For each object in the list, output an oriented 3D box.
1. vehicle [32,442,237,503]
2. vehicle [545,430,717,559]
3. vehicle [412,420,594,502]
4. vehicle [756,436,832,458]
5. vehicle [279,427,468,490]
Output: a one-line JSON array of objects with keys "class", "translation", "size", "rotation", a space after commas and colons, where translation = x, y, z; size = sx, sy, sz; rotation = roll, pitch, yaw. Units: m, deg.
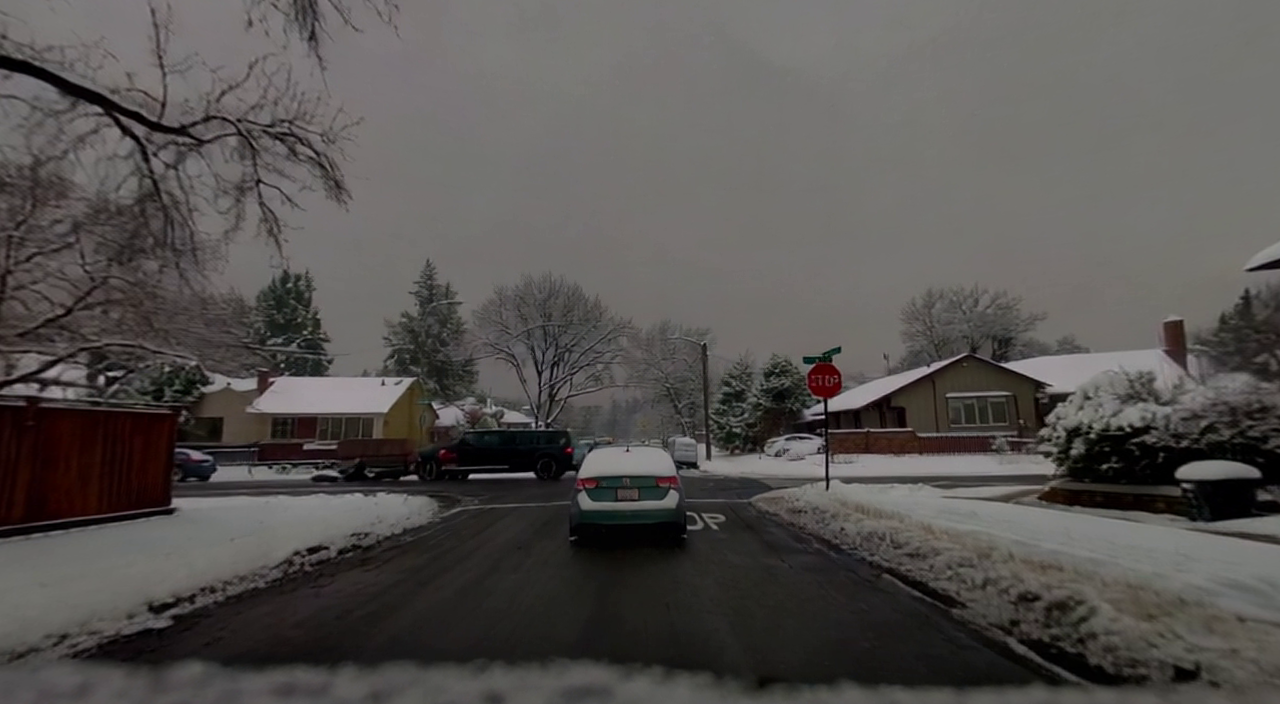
[{"class": "vehicle", "translation": [-15.125, 3.681, 18.976], "size": [4.521, 1.447, 1.913], "rotation": [-4, -13, 1]}, {"class": "vehicle", "translation": [-0.112, 1.993, 9.493], "size": [2.010, 1.499, 4.107], "rotation": [0, -9, 0]}, {"class": "vehicle", "translation": [-4.505, 3.411, 20.039], "size": [5.941, 2.187, 2.730], "rotation": [-8, -12, 43]}, {"class": "vehicle", "translation": [12.040, 7.470, 49.317], "size": [5.379, 1.731, 2.080], "rotation": [0, -9, 0]}, {"class": "vehicle", "translation": [-9.695, 3.832, 22.868], "size": [6.308, 2.057, 2.353], "rotation": [-3, -9, 20]}]
